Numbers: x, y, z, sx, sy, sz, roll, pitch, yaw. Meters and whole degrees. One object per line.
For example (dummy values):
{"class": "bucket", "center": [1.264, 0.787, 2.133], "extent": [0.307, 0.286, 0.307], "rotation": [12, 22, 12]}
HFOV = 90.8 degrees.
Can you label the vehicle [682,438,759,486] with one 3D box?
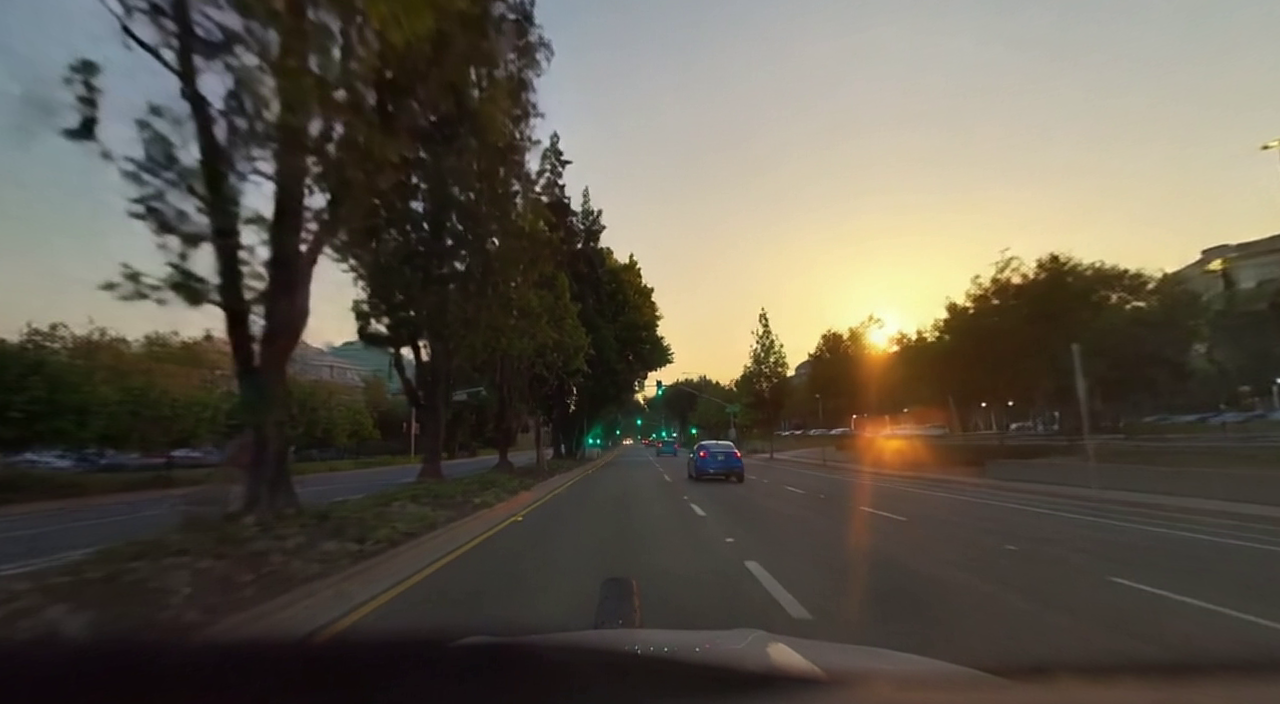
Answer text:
{"class": "vehicle", "center": [2.663, 3.760, 21.922], "extent": [2.056, 1.483, 4.091], "rotation": [0, -8, -1]}
